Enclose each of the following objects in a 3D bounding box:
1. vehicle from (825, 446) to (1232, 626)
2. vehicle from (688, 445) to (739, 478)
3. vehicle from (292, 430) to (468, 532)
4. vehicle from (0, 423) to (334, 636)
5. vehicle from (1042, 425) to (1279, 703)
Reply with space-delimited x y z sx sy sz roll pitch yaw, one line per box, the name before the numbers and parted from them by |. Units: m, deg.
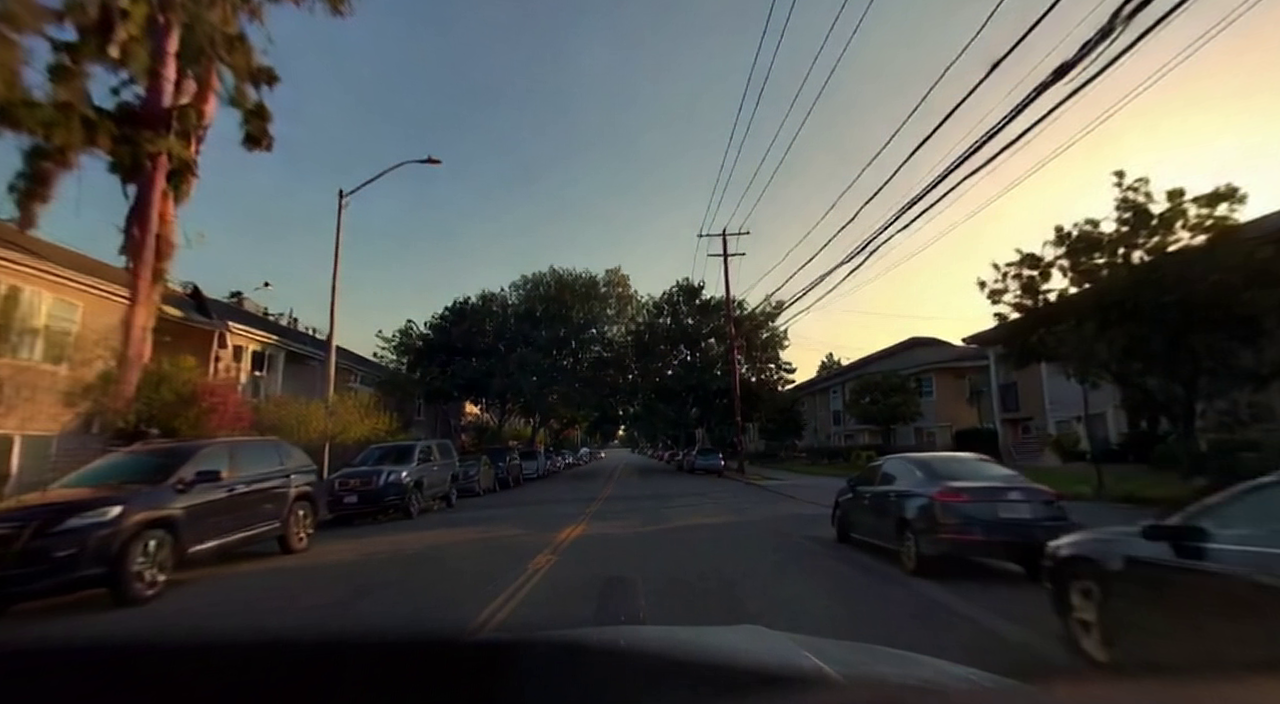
vehicle | 3.818 1.823 7.271 1.901 1.439 4.131 0 -9 -3
vehicle | 4.000 6.029 34.817 2.328 1.730 4.225 0 -9 0
vehicle | -6.235 3.169 15.995 2.120 1.989 5.616 -3 -10 0
vehicle | -6.192 1.957 8.140 2.056 1.876 4.824 -2 -8 0
vehicle | 3.821 0.973 2.111 1.868 1.494 4.652 0 -9 0
